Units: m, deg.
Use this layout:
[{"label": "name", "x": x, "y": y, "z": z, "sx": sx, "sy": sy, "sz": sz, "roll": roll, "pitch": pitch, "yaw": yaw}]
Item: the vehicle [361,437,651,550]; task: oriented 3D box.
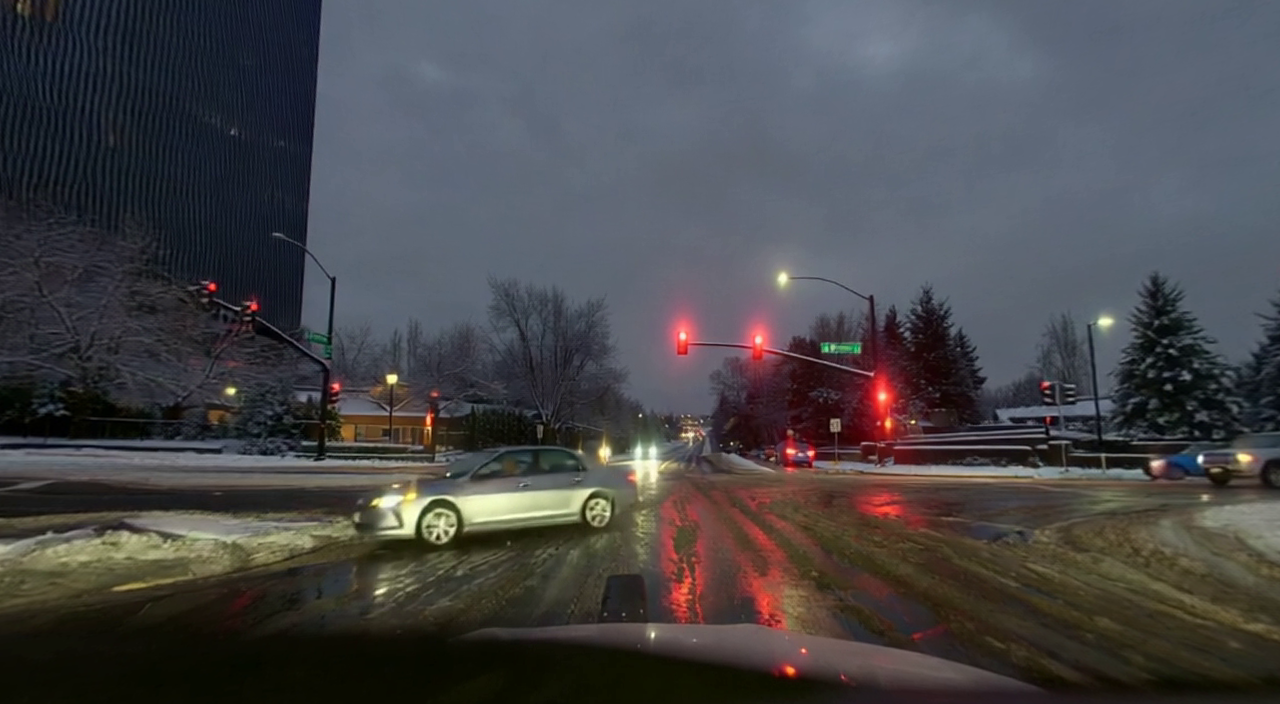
[{"label": "vehicle", "x": -2.014, "y": 2.273, "z": 10.931, "sx": 1.924, "sy": 1.491, "sz": 4.802, "roll": -7, "pitch": -11, "yaw": 37}]
